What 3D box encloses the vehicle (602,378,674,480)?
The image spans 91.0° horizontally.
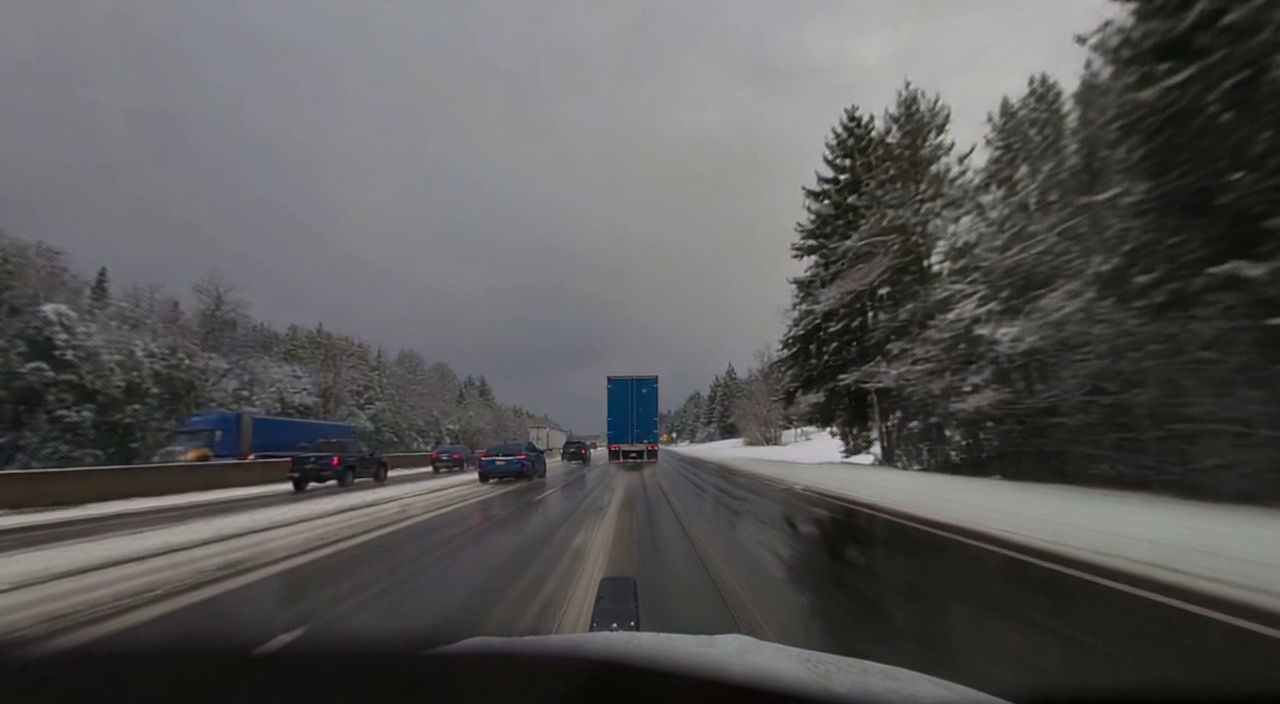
[{"bbox_3d":[-0.338,3.887,31.001,2.913,4.113,10.724,0,-8,-3],"label":"vehicle"}]

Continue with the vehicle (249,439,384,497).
[{"bbox_3d":[-9.864,3.533,19.613,1.952,1.590,4.090,-1,-8,1],"label":"vehicle"}]

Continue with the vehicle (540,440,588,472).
[{"bbox_3d":[-4.171,5.768,35.152,2.158,1.680,4.087,0,-8,1],"label":"vehicle"}]

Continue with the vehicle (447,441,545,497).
[{"bbox_3d":[-4.458,3.659,20.183,2.164,1.582,3.979,0,-8,0],"label":"vehicle"}]

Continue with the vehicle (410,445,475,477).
[{"bbox_3d":[-9.898,5.461,31.887,1.863,1.474,4.278,0,-8,0],"label":"vehicle"}]

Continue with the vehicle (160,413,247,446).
[{"bbox_3d":[-25.544,4.510,37.027,1.864,1.509,4.454,-10,-6,-1],"label":"vehicle"}]

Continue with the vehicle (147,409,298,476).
[{"bbox_3d":[-25.592,5.676,39.508,2.852,3.598,9.886,0,-8,-1],"label":"vehicle"}]
